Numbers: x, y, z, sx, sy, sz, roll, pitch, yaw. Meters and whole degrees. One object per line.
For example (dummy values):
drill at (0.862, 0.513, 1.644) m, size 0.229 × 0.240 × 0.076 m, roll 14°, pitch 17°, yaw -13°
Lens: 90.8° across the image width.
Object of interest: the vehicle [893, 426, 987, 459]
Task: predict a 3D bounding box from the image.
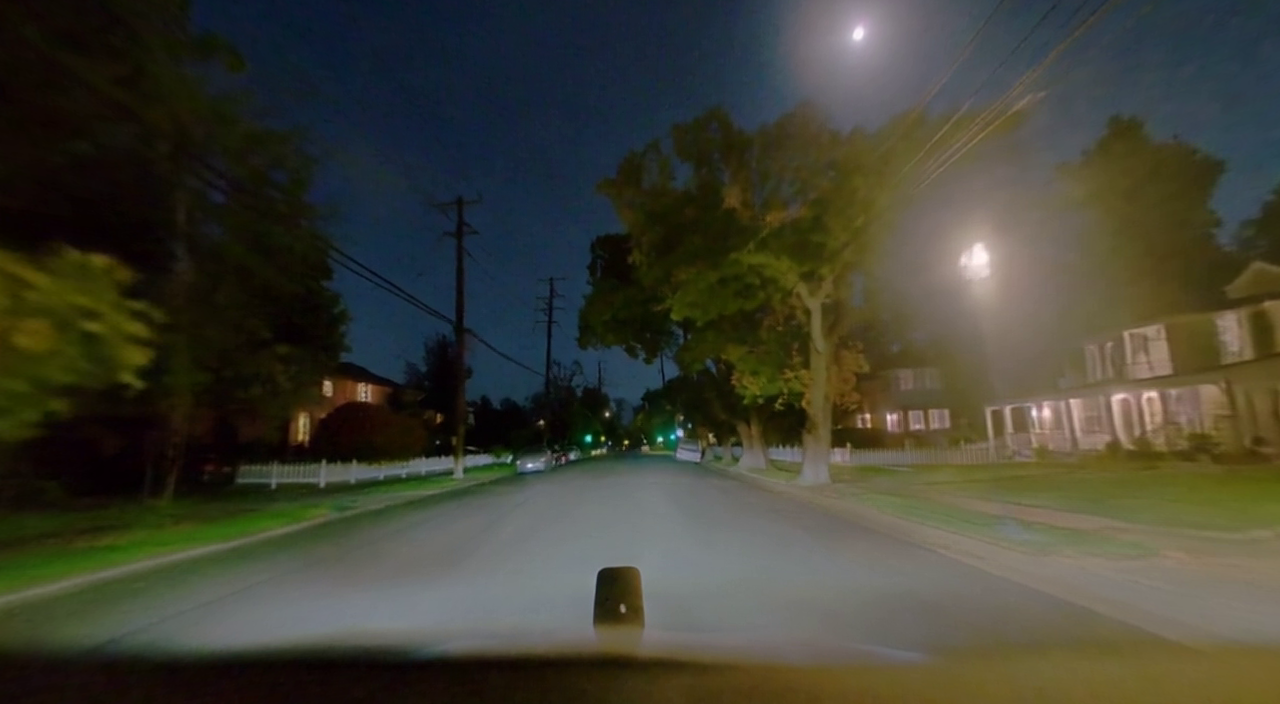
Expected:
vehicle at (17.180, 5.211, 36.381) m, size 4.268 × 1.788 × 2.156 m, roll -1°, pitch -9°, yaw 1°

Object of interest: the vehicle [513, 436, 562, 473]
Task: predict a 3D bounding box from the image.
vehicle at (-5.992, 6.005, 37.478) m, size 2.050 × 1.911 × 4.852 m, roll -3°, pitch -7°, yaw 0°

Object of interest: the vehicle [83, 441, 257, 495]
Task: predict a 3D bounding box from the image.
vehicle at (-16.177, 4.010, 21.966) m, size 4.402 × 1.741 × 1.951 m, roll 0°, pitch -9°, yaw -2°

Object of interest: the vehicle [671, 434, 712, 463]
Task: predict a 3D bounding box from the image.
vehicle at (3.593, 6.879, 45.197) m, size 2.407 × 1.948 × 6.408 m, roll 0°, pitch -8°, yaw 0°
